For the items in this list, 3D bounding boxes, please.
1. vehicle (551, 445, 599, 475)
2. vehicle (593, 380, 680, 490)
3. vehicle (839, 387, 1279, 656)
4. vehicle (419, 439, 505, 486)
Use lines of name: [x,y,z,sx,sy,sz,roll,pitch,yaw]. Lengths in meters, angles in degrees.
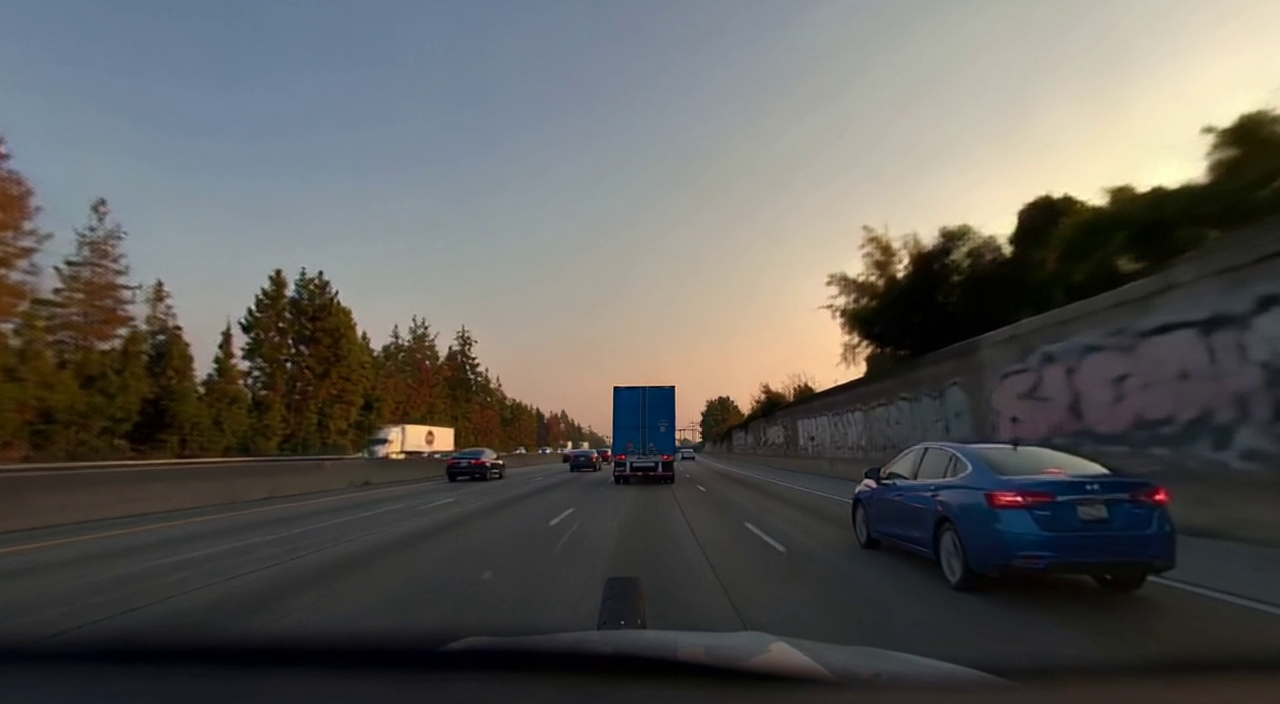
vehicle: [-3.377,5.731,33.637,2.020,1.505,4.171,0,-9,1]
vehicle: [-0.082,3.539,26.082,2.915,3.661,9.741,0,-9,0]
vehicle: [3.816,1.411,6.263,2.205,1.689,4.403,0,-9,0]
vehicle: [-6.660,4.188,24.102,2.005,1.607,4.042,0,-9,1]
